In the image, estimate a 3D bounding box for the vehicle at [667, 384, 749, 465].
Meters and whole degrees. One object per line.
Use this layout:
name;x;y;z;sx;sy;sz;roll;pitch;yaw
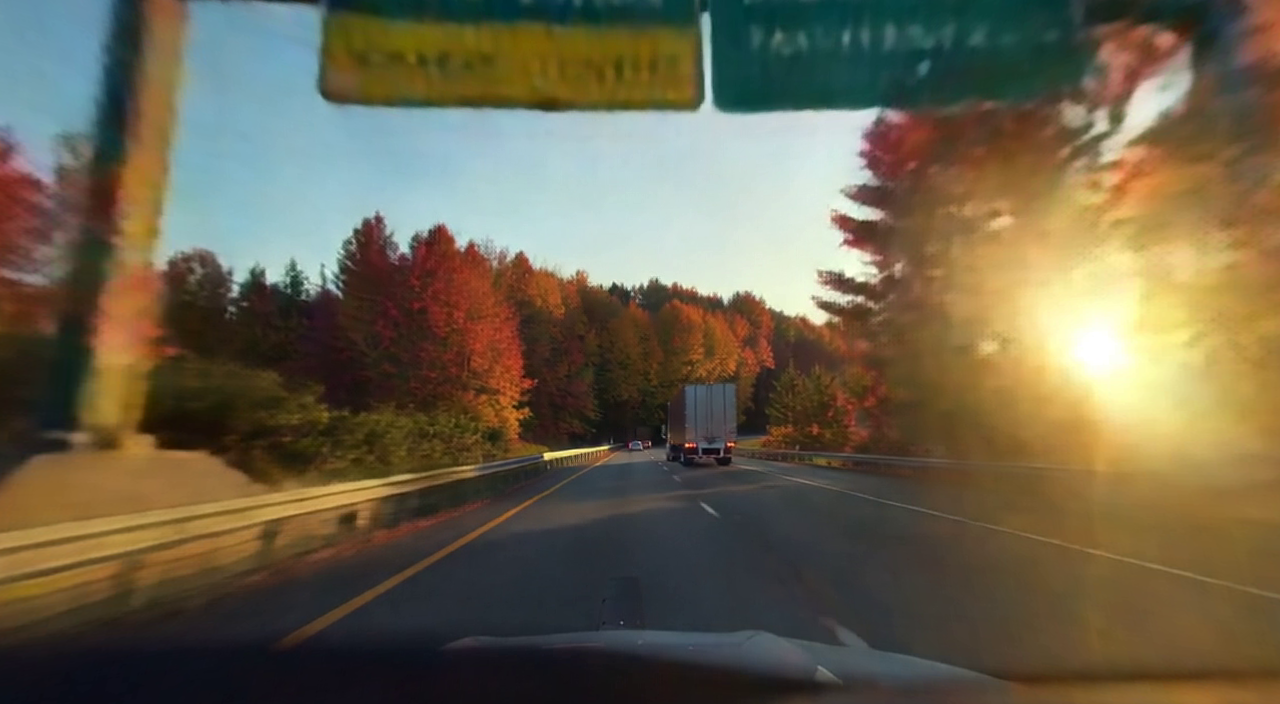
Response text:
vehicle;3.751;4.753;39.407;3.357;4.101;14.659;0;-8;-1
